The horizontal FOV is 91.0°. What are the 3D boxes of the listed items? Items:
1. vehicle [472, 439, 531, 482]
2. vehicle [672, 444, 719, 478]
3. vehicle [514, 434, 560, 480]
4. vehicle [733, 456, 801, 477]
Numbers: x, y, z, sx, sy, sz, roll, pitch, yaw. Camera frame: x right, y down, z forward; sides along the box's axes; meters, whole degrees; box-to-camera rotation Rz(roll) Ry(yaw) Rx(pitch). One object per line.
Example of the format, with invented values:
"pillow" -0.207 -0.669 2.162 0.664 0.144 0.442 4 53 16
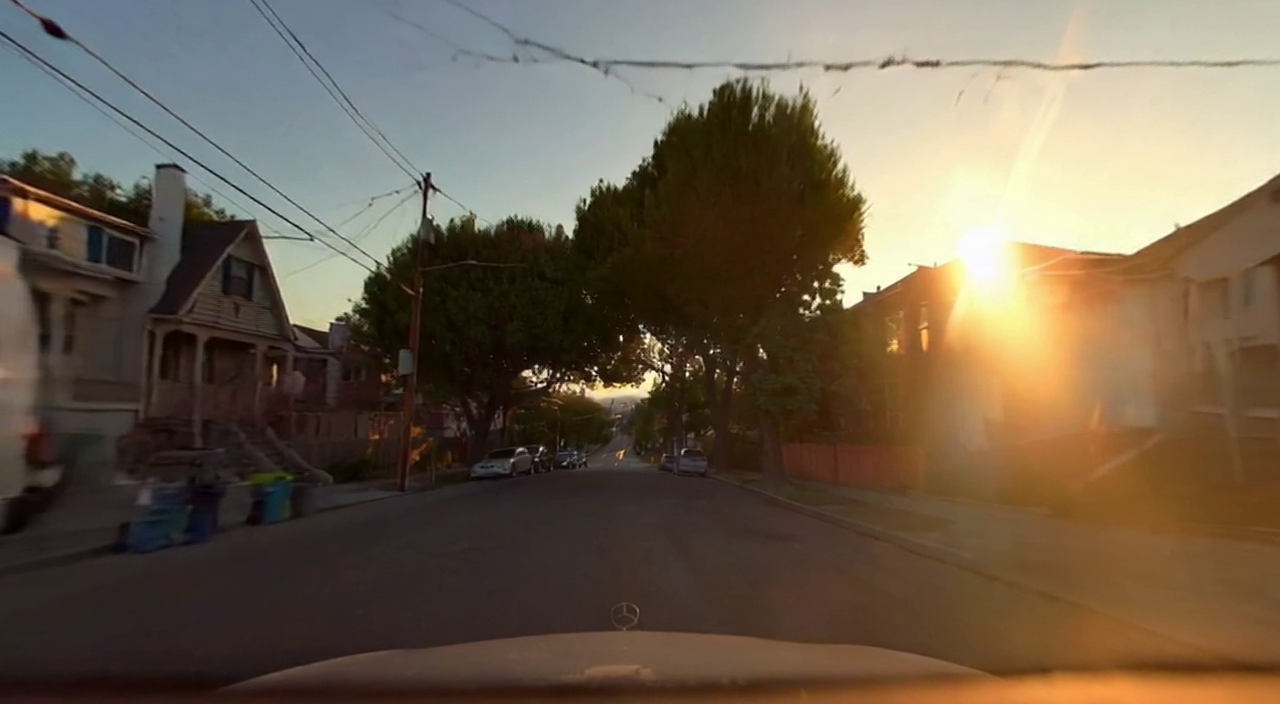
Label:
"vehicle" -7.182 5.759 33.103 1.947 1.480 4.330 -2 -20 1
"vehicle" 3.087 6.194 36.175 2.159 1.760 5.345 1 -9 -1
"vehicle" -7.195 7.488 44.325 2.153 1.982 6.150 -4 -20 -1
"vehicle" 9.778 8.900 48.814 4.850 1.506 1.971 1 -9 0
